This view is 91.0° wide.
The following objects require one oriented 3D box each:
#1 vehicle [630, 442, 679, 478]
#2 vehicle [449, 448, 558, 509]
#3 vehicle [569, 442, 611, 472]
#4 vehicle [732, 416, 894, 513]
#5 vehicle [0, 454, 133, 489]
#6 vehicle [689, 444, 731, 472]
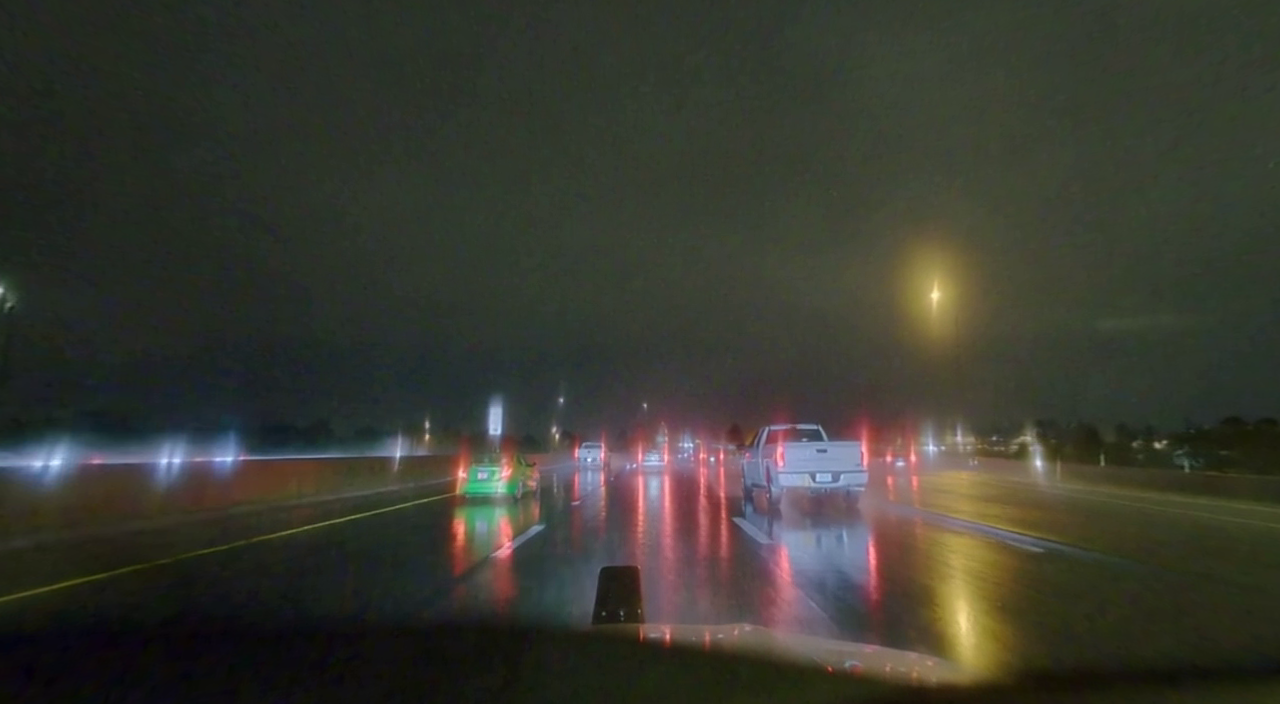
[{"bbox_3d":[0.661,5.145,30.093,2.147,1.572,4.094,0,-9,1],"label":"vehicle"},{"bbox_3d":[-3.552,3.356,17.246,1.947,1.424,4.264,0,-9,1],"label":"vehicle"},{"bbox_3d":[-3.072,6.646,40.049,2.176,1.783,4.799,0,-9,1],"label":"vehicle"},{"bbox_3d":[3.888,2.682,15.464,2.340,1.925,5.529,0,-9,-1],"label":"vehicle"},{"bbox_3d":[-33.971,7.071,37.601,2.129,1.812,6.123,0,-9,1],"label":"vehicle"},{"bbox_3d":[4.345,6.654,39.792,2.145,1.636,4.437,0,-9,0],"label":"vehicle"}]
